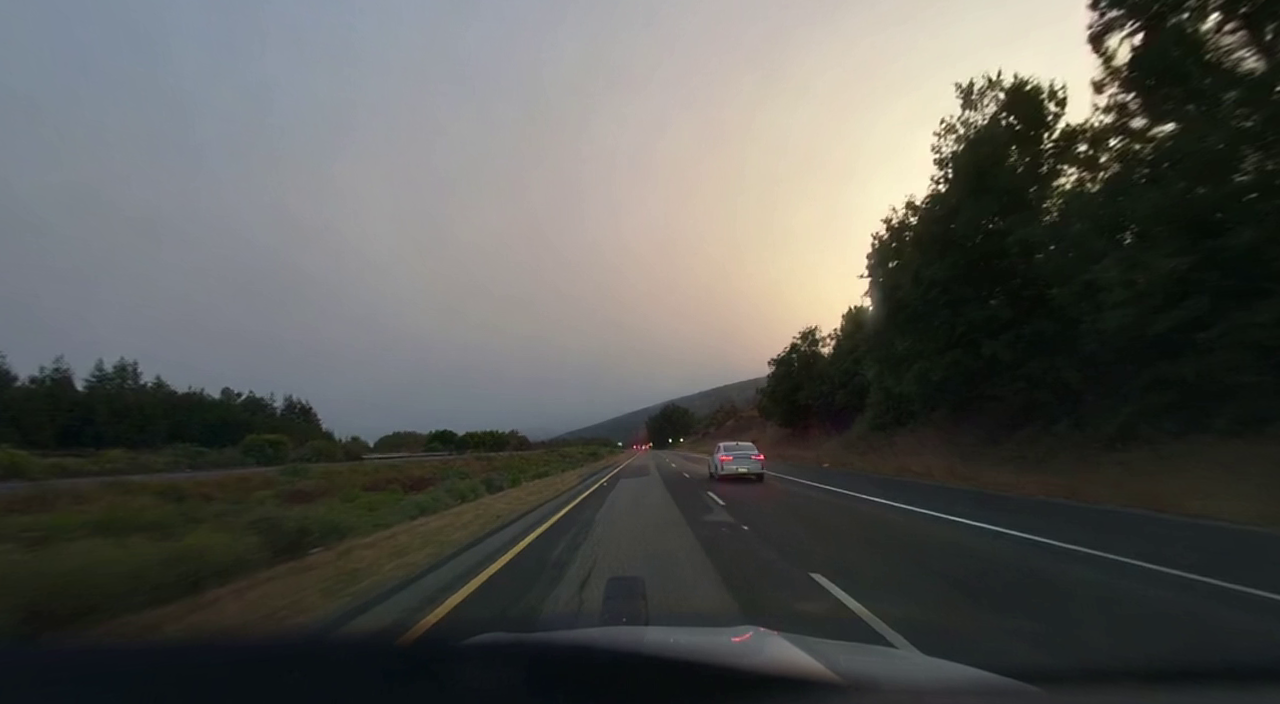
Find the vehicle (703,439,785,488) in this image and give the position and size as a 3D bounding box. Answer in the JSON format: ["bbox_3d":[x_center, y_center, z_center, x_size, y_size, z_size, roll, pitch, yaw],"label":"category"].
[{"bbox_3d":[3.401,3.734,21.535,2.003,1.466,4.441,0,-8,-1],"label":"vehicle"}]
